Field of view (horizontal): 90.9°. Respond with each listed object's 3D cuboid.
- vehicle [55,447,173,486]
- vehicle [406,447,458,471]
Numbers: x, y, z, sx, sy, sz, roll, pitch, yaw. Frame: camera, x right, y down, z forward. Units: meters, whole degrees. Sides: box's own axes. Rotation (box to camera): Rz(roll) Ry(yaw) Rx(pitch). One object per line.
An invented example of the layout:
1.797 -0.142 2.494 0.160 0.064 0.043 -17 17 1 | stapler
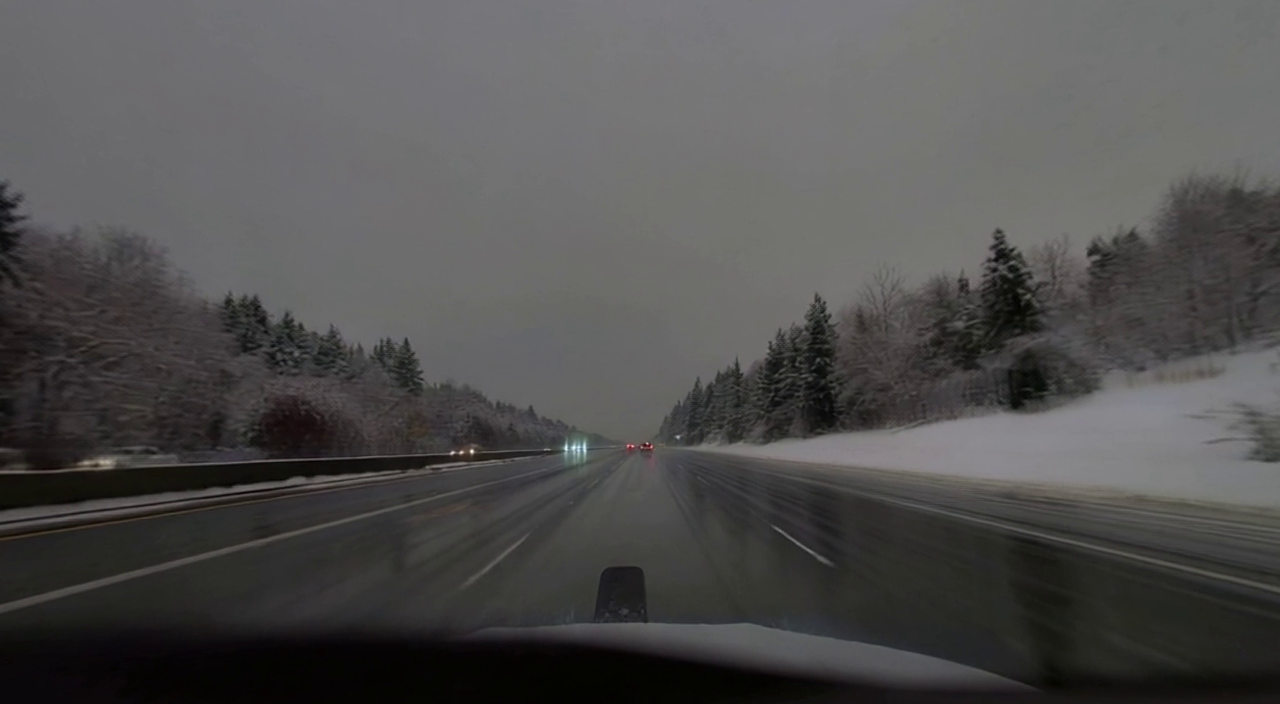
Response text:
-27.906 6.052 33.702 2.048 1.845 4.924 -2 -8 0 | vehicle
-13.374 6.869 40.800 1.925 1.449 4.179 0 -8 1 | vehicle
